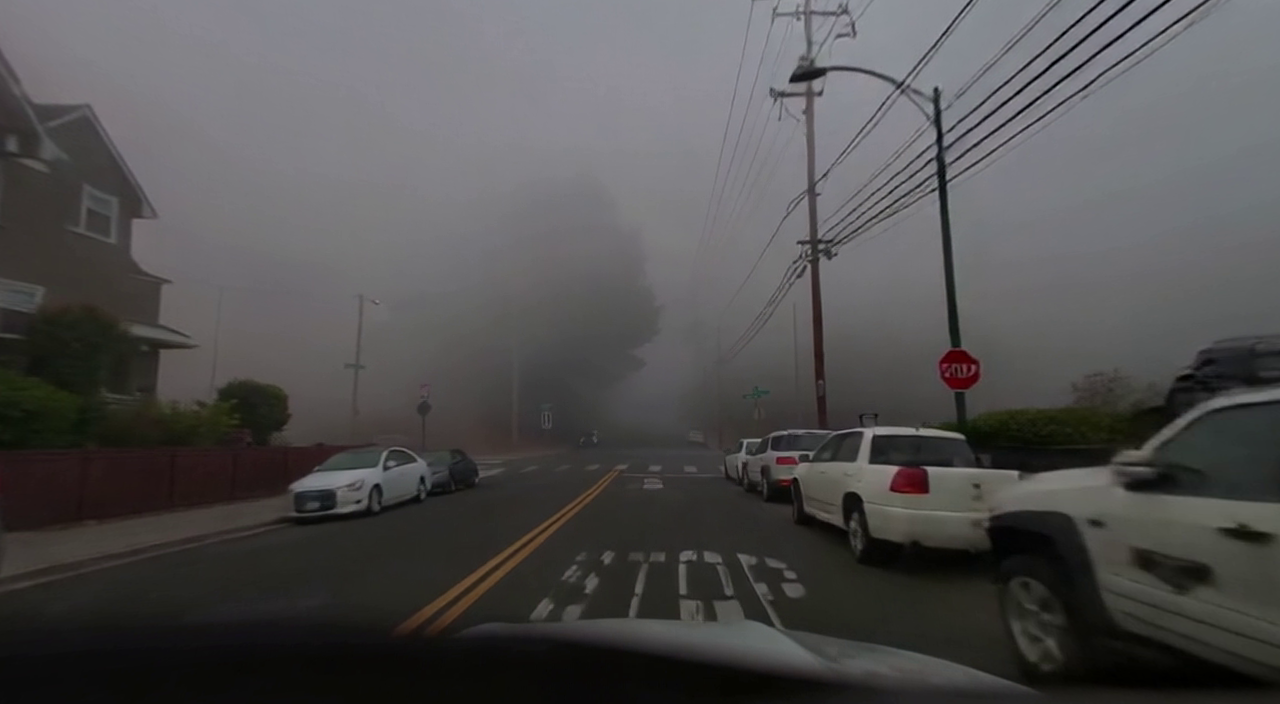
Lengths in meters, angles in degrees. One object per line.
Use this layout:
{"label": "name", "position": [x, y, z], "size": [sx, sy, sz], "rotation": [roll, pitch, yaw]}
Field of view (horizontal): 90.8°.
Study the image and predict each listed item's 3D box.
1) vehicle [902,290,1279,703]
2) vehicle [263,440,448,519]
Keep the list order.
{"label": "vehicle", "position": [3.191, 0.776, 2.336], "size": [2.337, 1.838, 5.029], "rotation": [0, -8, 1]}
{"label": "vehicle", "position": [-6.083, 2.734, 14.253], "size": [2.098, 1.454, 4.449], "rotation": [0, -8, 0]}
